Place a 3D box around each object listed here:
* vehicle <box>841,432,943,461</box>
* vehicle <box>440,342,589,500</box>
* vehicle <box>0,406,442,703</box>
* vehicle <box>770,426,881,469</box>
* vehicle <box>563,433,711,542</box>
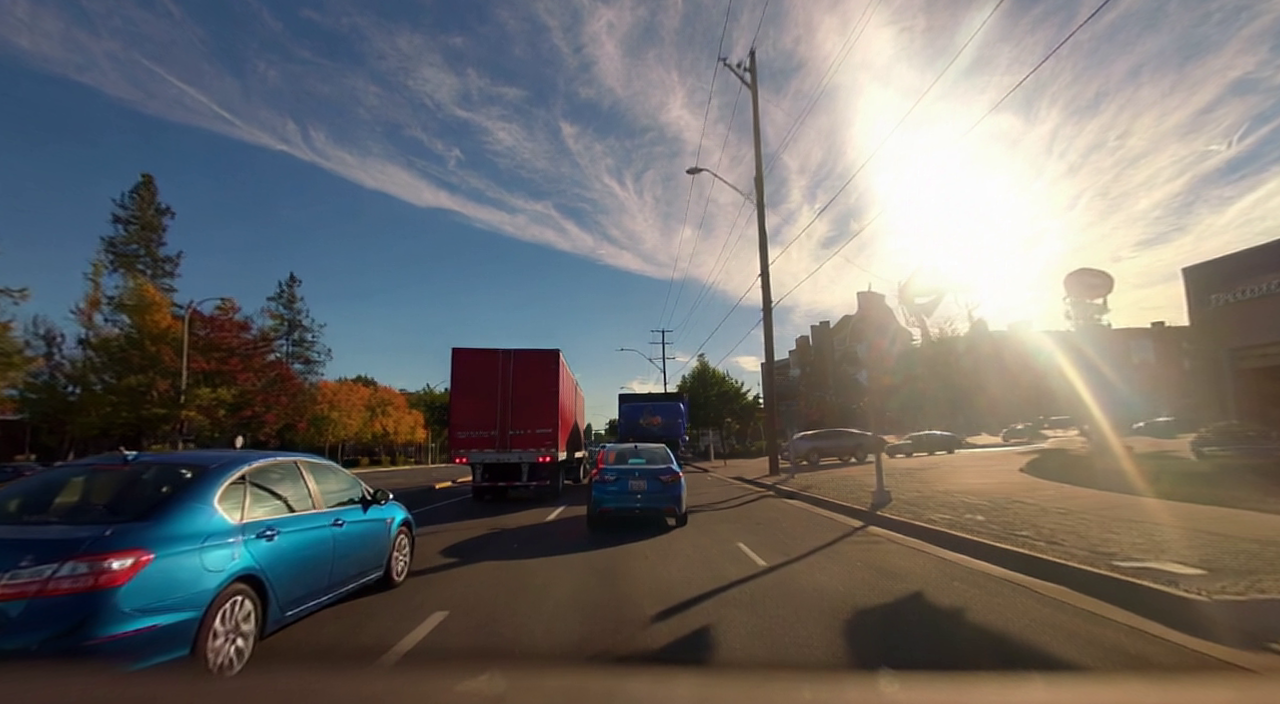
[{"bbox_3d":[13.214,4.991,33.117,4.574,1.478,1.880,0,-8,3],"label":"vehicle"},{"bbox_3d":[-3.287,2.157,18.697,3.020,3.800,7.105,0,-8,-1],"label":"vehicle"},{"bbox_3d":[-3.050,1.240,4.279,1.969,1.471,4.378,0,-8,0],"label":"vehicle"},{"bbox_3d":[8.670,4.513,29.781,2.061,1.845,4.829,5,-10,-32],"label":"vehicle"},{"bbox_3d":[-0.074,2.199,10.880,2.067,1.506,4.118,0,-8,-1],"label":"vehicle"}]
